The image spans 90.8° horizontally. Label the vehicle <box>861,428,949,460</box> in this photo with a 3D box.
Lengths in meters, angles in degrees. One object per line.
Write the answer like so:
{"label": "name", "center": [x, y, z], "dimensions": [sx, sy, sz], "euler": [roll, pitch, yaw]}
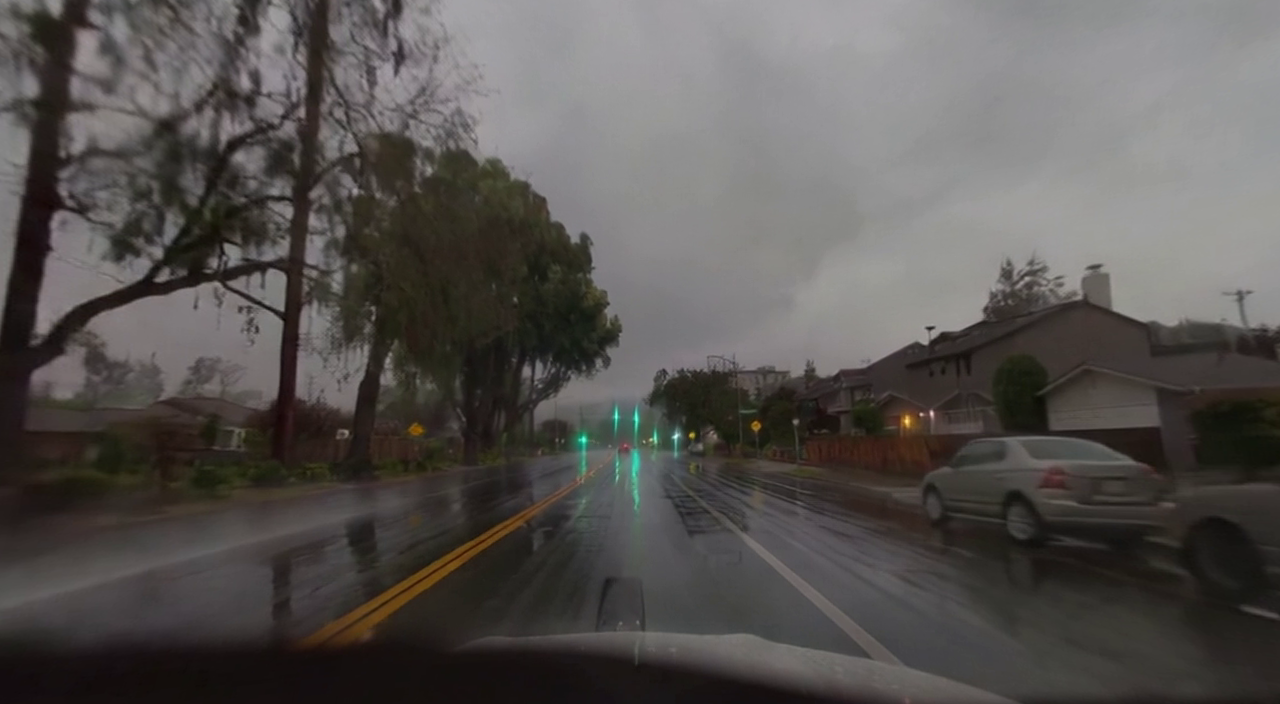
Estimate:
{"label": "vehicle", "center": [17.906, 6.279, 42.942], "dimensions": [4.937, 2.091, 2.263], "euler": [0, -8, 1]}

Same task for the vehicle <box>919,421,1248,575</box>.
{"label": "vehicle", "center": [6.497, 2.135, 10.067], "dimensions": [2.108, 1.897, 4.180], "euler": [0, -8, -1]}
